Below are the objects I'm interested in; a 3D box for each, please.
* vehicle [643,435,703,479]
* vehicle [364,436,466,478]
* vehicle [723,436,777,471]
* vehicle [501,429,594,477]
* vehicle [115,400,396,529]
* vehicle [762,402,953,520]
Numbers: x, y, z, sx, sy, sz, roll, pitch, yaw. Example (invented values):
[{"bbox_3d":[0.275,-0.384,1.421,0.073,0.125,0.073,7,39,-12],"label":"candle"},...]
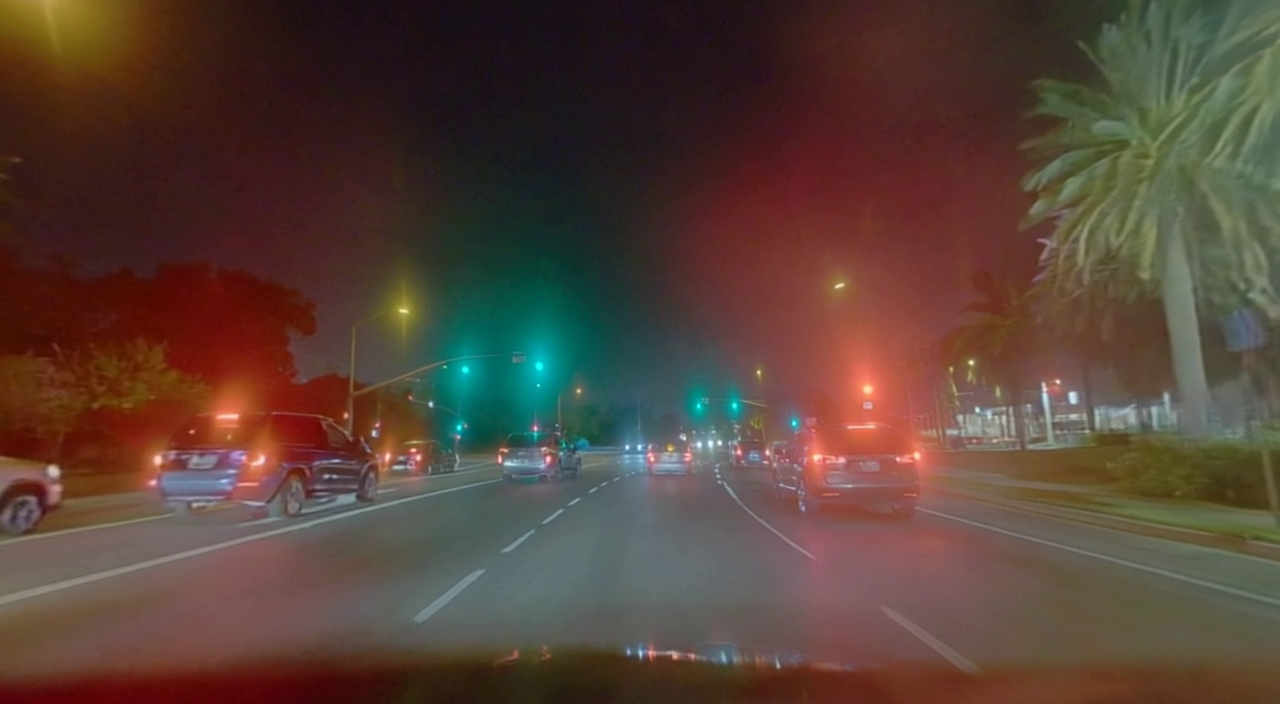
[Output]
[{"bbox_3d":[1.254,3.884,23.580,2.057,1.492,3.825,-1,-8,4],"label":"vehicle"},{"bbox_3d":[-8.576,4.054,24.590,2.017,1.472,4.418,-1,-8,5],"label":"vehicle"},{"bbox_3d":[5.128,4.796,30.097,2.149,1.532,4.168,-1,-8,5],"label":"vehicle"},{"bbox_3d":[-3.620,4.074,25.762,2.088,1.746,4.650,-2,-9,15],"label":"vehicle"},{"bbox_3d":[-6.596,2.012,11.711,2.127,1.888,4.637,-1,-8,2],"label":"vehicle"},{"bbox_3d":[4.103,2.191,13.098,2.267,1.931,5.145,-1,-8,2],"label":"vehicle"}]
